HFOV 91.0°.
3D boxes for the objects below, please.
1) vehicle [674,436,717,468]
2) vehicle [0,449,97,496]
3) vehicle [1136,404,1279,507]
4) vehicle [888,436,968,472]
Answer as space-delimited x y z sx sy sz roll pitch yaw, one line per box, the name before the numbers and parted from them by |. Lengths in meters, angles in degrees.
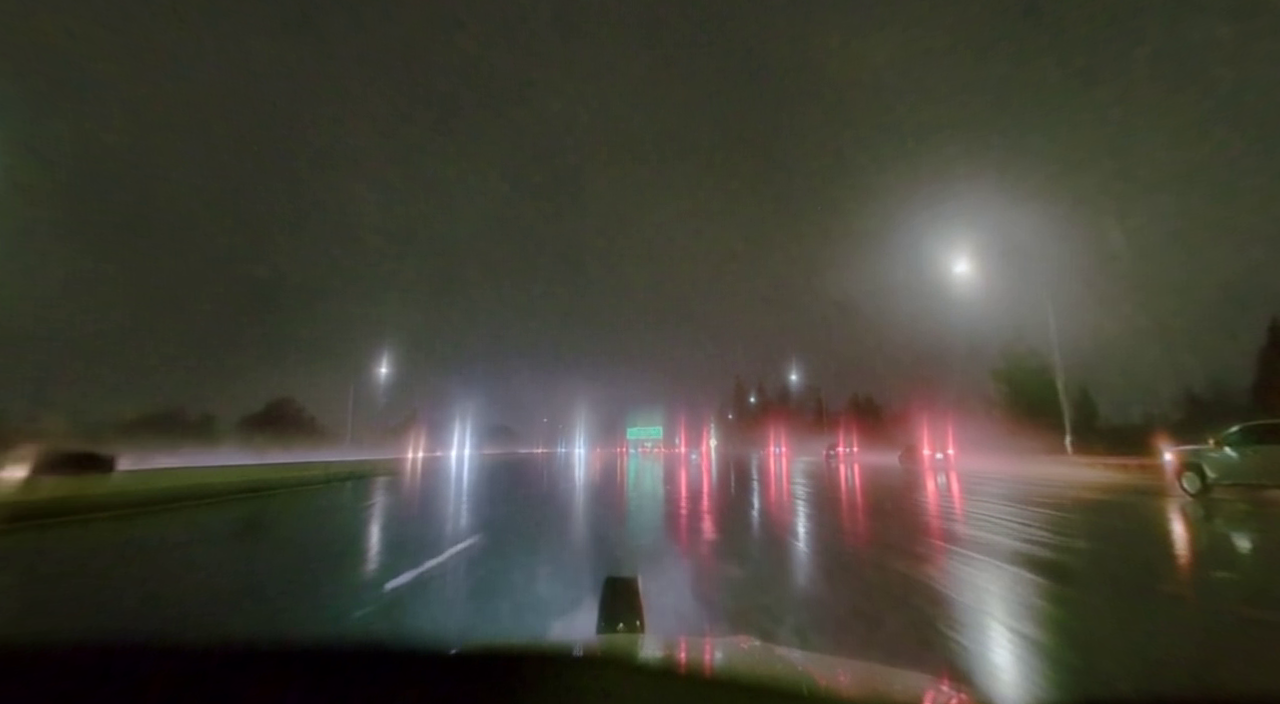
vehicle | 3.292 6.064 38.398 2.147 1.794 4.538 0 -9 -1
vehicle | -21.938 4.091 21.585 2.016 1.535 5.144 0 -9 0
vehicle | 14.612 2.253 13.763 2.442 2.140 6.462 0 -9 2
vehicle | 15.332 5.450 33.863 2.116 1.754 4.727 0 -9 1
